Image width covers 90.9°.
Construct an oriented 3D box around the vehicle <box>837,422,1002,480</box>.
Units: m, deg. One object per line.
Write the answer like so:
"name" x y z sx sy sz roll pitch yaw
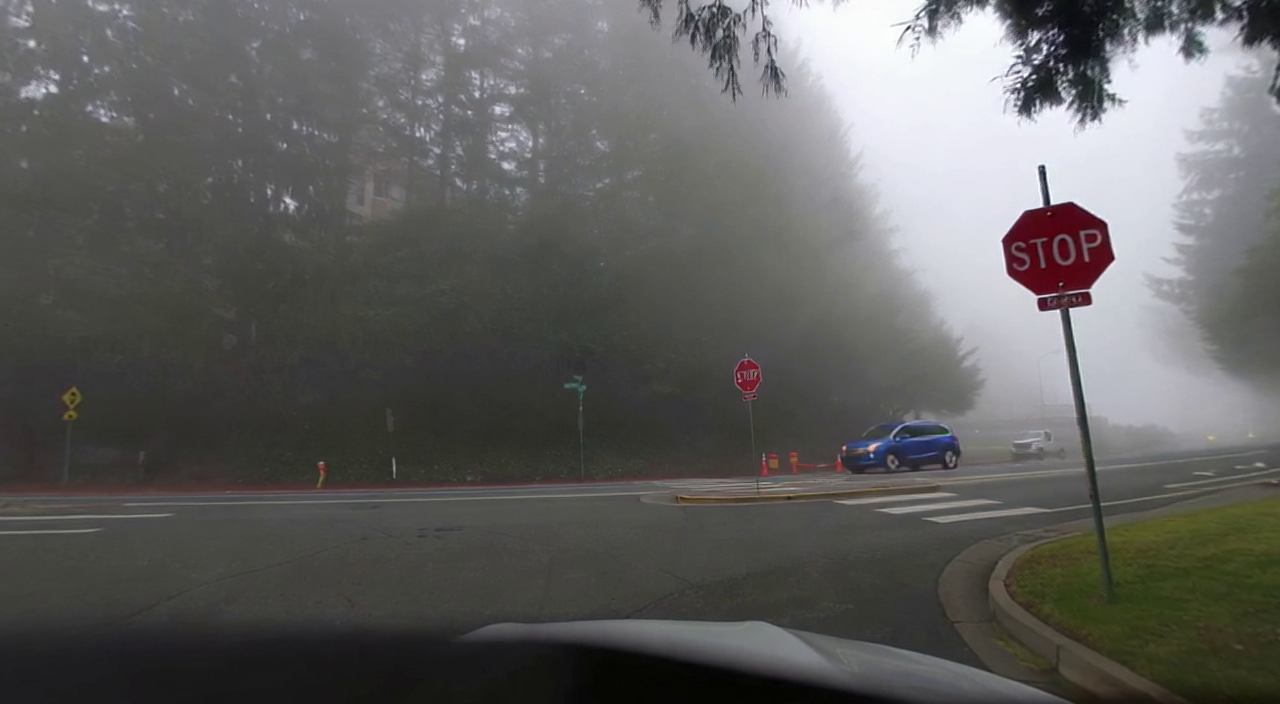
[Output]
"vehicle" 8.110 2.837 18.231 4.473 1.474 2.108 5 -10 -31
